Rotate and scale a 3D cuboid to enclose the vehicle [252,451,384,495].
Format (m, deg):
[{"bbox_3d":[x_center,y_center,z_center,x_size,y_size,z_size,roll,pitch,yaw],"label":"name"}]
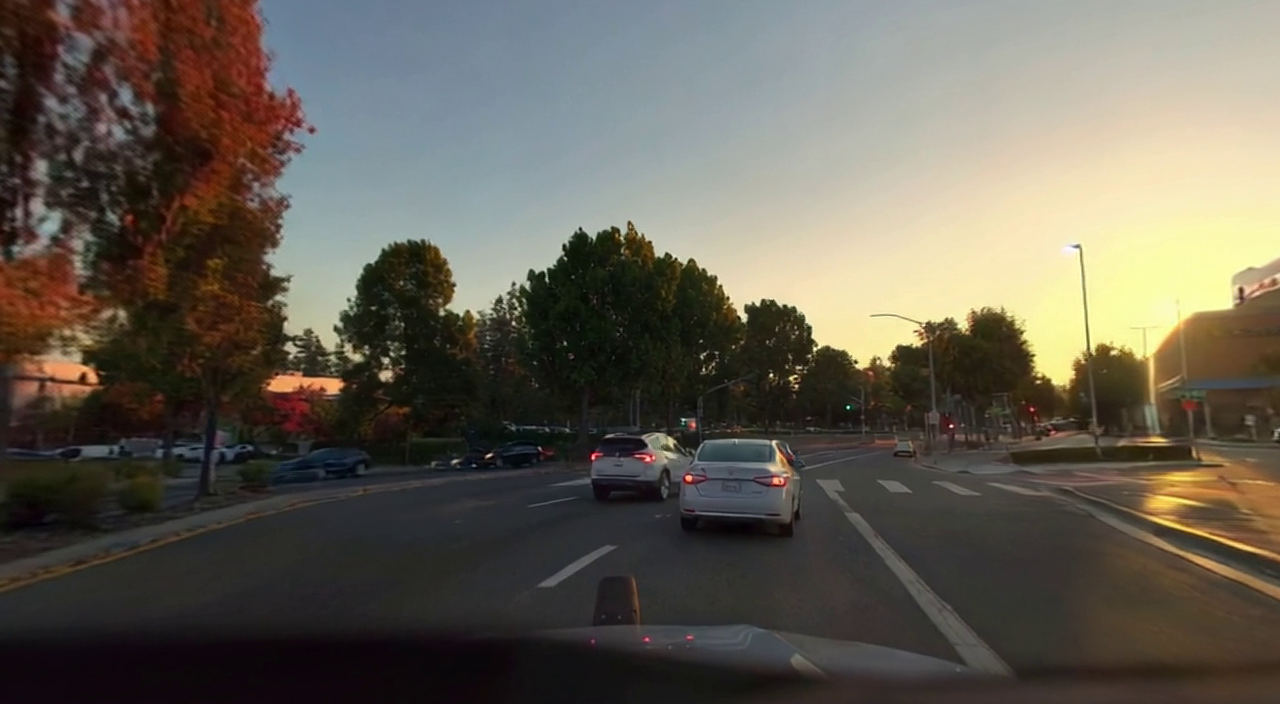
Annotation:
[{"bbox_3d":[-12.691,4.753,25.266,1.894,1.528,4.849,-2,-9,14],"label":"vehicle"}]

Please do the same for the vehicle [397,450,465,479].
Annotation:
[{"bbox_3d":[-12.933,6.960,39.243,1.926,1.693,4.445,-2,-9,13],"label":"vehicle"}]

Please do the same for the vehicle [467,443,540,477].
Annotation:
[{"bbox_3d":[-7.245,5.769,33.860,2.088,1.693,4.491,-2,-9,12],"label":"vehicle"}]

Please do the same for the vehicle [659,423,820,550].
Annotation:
[{"bbox_3d":[1.772,2.023,10.163,2.060,1.580,3.980,-2,-9,15],"label":"vehicle"}]

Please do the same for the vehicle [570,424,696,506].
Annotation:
[{"bbox_3d":[0.024,2.826,16.195,2.102,1.774,4.662,-2,-9,14],"label":"vehicle"}]

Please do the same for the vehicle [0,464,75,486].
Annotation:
[{"bbox_3d":[-42.361,8.582,44.128,1.603,1.398,3.616,-5,-10,26],"label":"vehicle"}]

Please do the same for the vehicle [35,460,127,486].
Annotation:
[{"bbox_3d":[-34.758,7.510,39.180,4.384,1.490,2.031,-2,-8,14],"label":"vehicle"}]

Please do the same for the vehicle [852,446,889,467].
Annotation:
[{"bbox_3d":[16.914,7.655,46.391,1.916,1.462,4.487,-2,-9,12],"label":"vehicle"}]

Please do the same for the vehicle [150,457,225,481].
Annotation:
[{"bbox_3d":[-32.439,8.349,45.113,4.507,1.533,1.999,-3,-9,18],"label":"vehicle"}]
